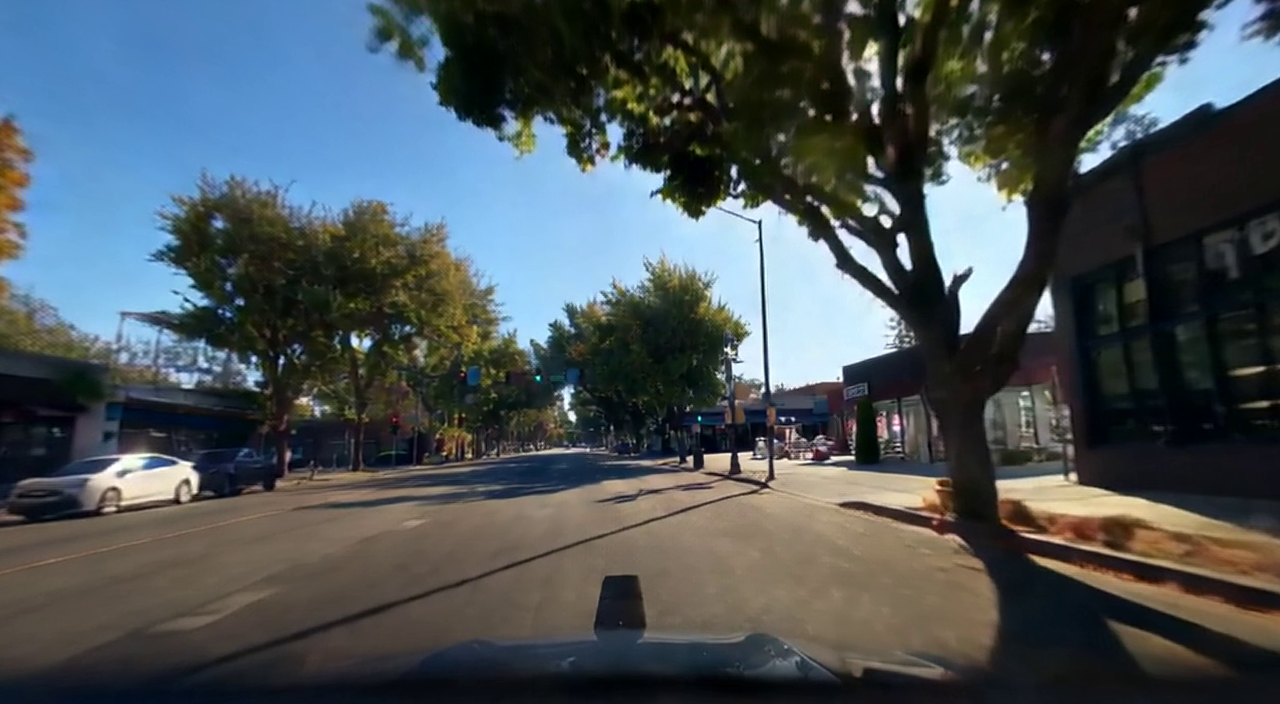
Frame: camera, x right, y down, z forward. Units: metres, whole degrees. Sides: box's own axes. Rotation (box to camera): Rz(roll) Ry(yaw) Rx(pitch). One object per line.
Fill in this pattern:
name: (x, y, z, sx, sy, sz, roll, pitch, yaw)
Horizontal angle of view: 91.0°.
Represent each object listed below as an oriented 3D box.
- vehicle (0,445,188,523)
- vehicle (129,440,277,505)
vehicle: (-13.736, 3.216, 15.971, 1.923, 1.706, 3.802, 1, -8, -6)
vehicle: (-14.047, 3.888, 20.627, 1.944, 1.742, 4.507, -3, -9, -5)
